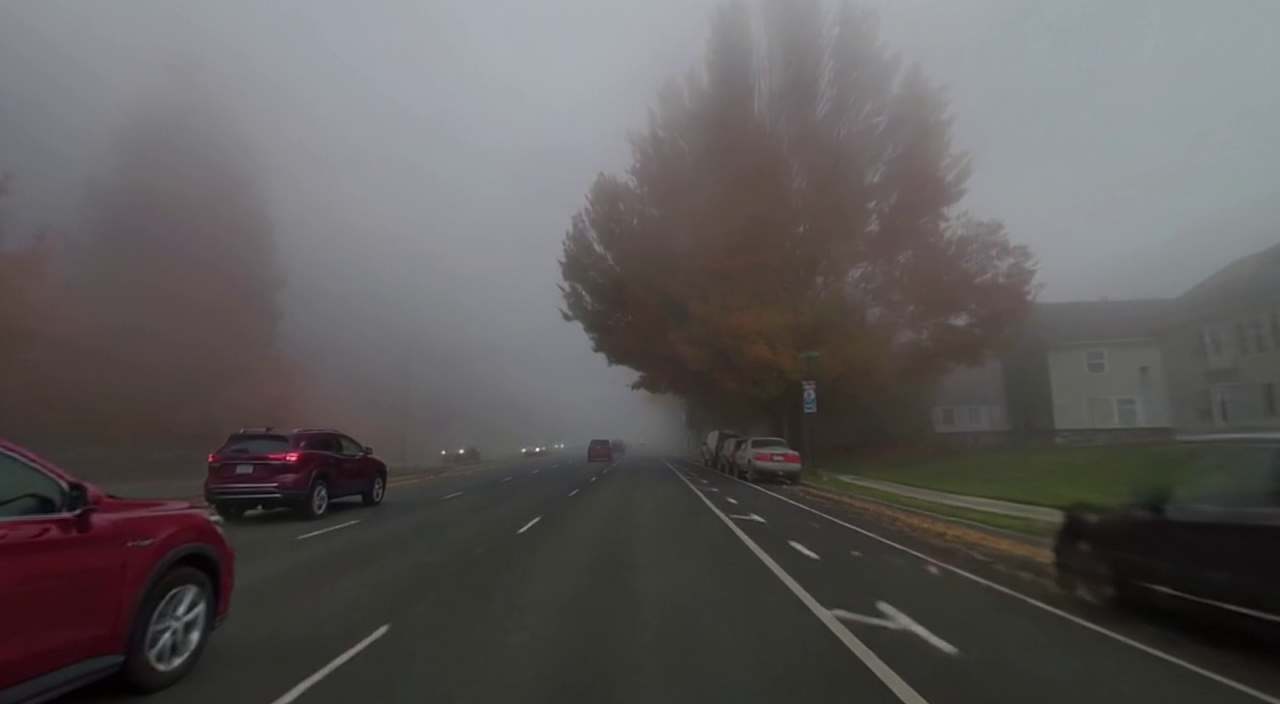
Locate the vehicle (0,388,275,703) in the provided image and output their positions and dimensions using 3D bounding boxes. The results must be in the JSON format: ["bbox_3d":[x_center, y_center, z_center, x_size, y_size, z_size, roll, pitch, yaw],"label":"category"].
[{"bbox_3d":[-3.169,0.755,1.407,1.982,1.478,4.465,0,-8,0],"label":"vehicle"}]

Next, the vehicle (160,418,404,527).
[{"bbox_3d":[-6.540,2.242,12.299,2.034,1.711,4.512,0,-8,1],"label":"vehicle"}]

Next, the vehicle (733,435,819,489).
[{"bbox_3d":[4.654,3.815,22.206,1.950,1.668,4.414,1,-8,-1],"label":"vehicle"}]

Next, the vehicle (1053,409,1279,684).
[{"bbox_3d":[4.753,1.117,3.446,1.934,1.612,4.477,0,-8,0],"label":"vehicle"}]
